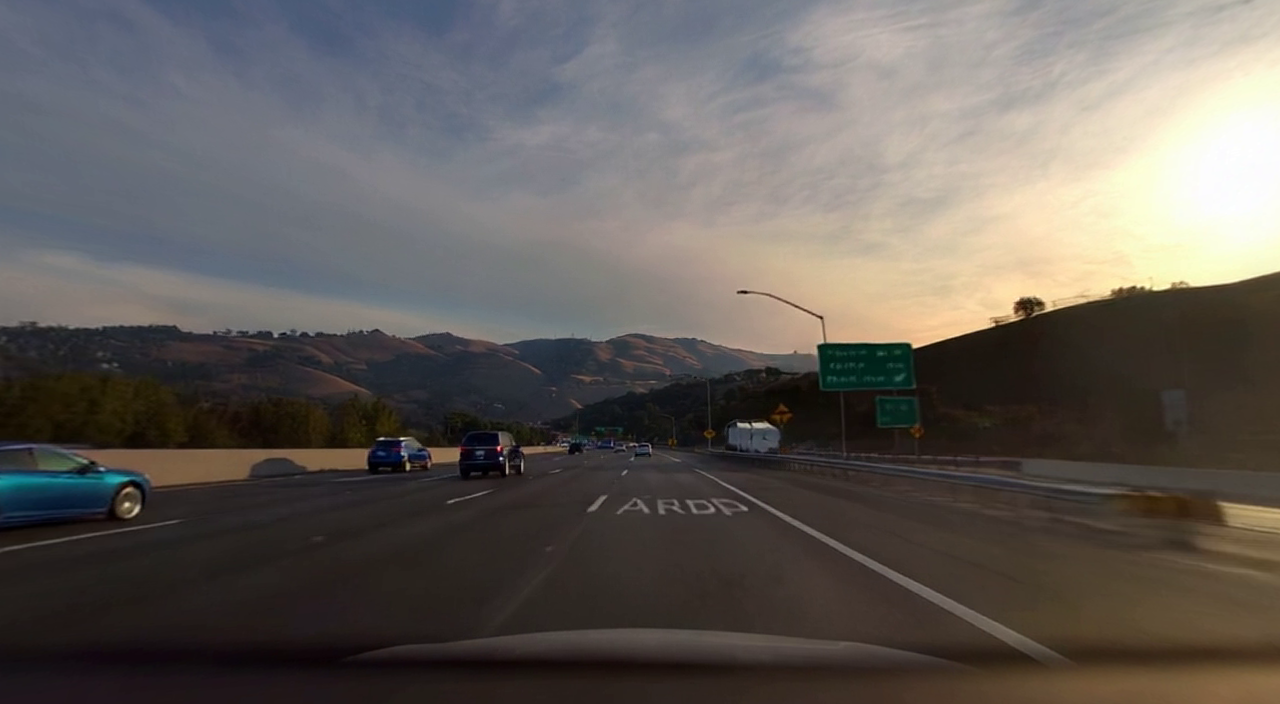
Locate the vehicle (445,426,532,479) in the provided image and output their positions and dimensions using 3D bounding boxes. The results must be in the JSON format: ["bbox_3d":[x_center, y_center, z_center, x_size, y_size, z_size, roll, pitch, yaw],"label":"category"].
[{"bbox_3d":[-6.058,4.121,25.918,2.219,1.947,4.924,0,-9,2],"label":"vehicle"}]

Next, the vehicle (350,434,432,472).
[{"bbox_3d":[-12.781,5.234,32.710,2.079,1.822,4.893,0,-9,2],"label":"vehicle"}]

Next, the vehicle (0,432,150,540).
[{"bbox_3d":[-9.994,1.898,8.956,1.984,1.508,4.935,0,-9,1],"label":"vehicle"}]
